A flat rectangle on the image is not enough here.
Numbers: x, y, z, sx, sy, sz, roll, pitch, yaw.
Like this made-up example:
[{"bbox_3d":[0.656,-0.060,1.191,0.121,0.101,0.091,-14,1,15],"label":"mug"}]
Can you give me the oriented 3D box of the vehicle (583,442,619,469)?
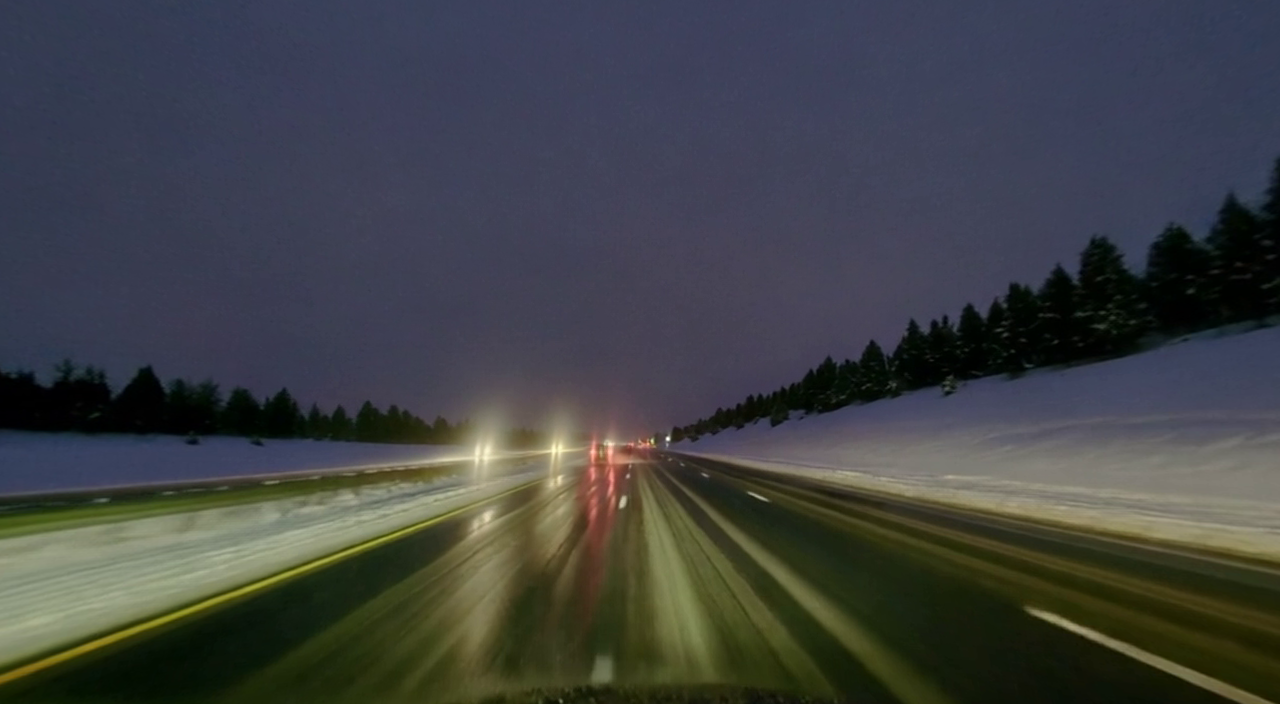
[{"bbox_3d":[-2.264,6.162,37.691,1.991,1.475,4.302,0,-8,-1],"label":"vehicle"}]
